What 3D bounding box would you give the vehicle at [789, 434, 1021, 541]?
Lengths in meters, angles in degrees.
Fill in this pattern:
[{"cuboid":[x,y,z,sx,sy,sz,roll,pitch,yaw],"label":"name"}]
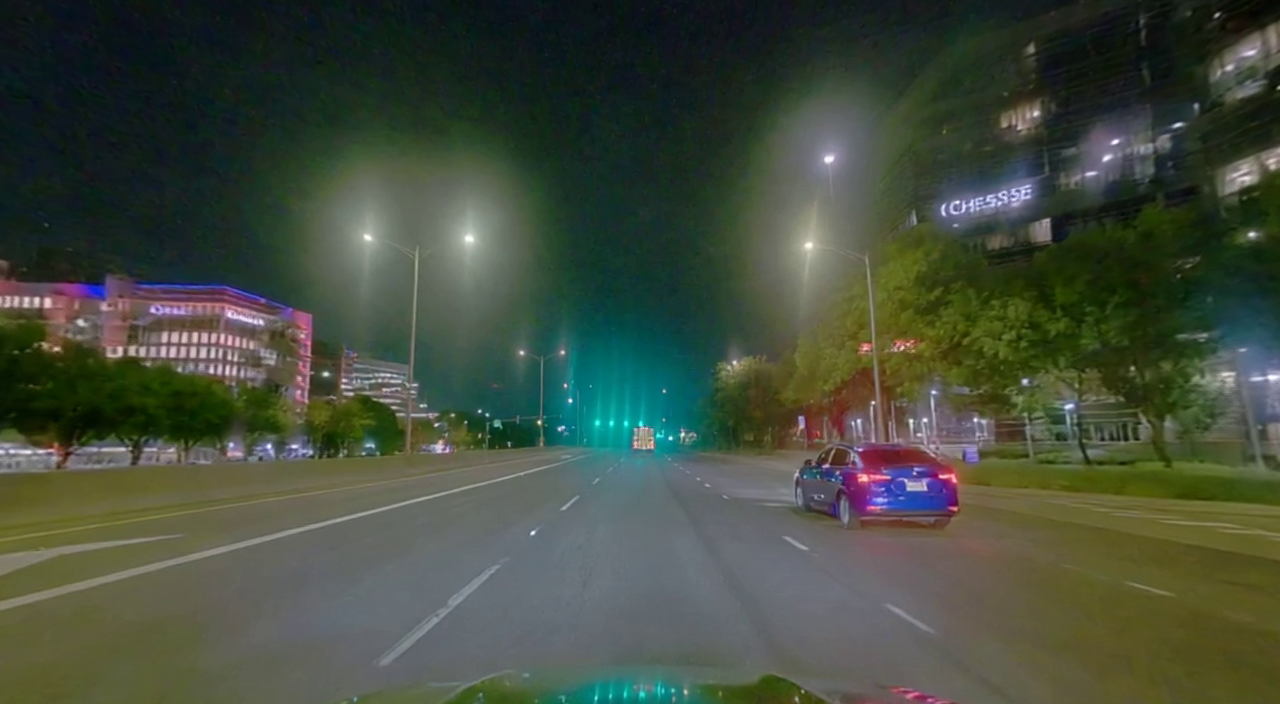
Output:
[{"cuboid":[4.185,2.204,11.013,2.005,1.442,4.675,0,-8,0],"label":"vehicle"}]
